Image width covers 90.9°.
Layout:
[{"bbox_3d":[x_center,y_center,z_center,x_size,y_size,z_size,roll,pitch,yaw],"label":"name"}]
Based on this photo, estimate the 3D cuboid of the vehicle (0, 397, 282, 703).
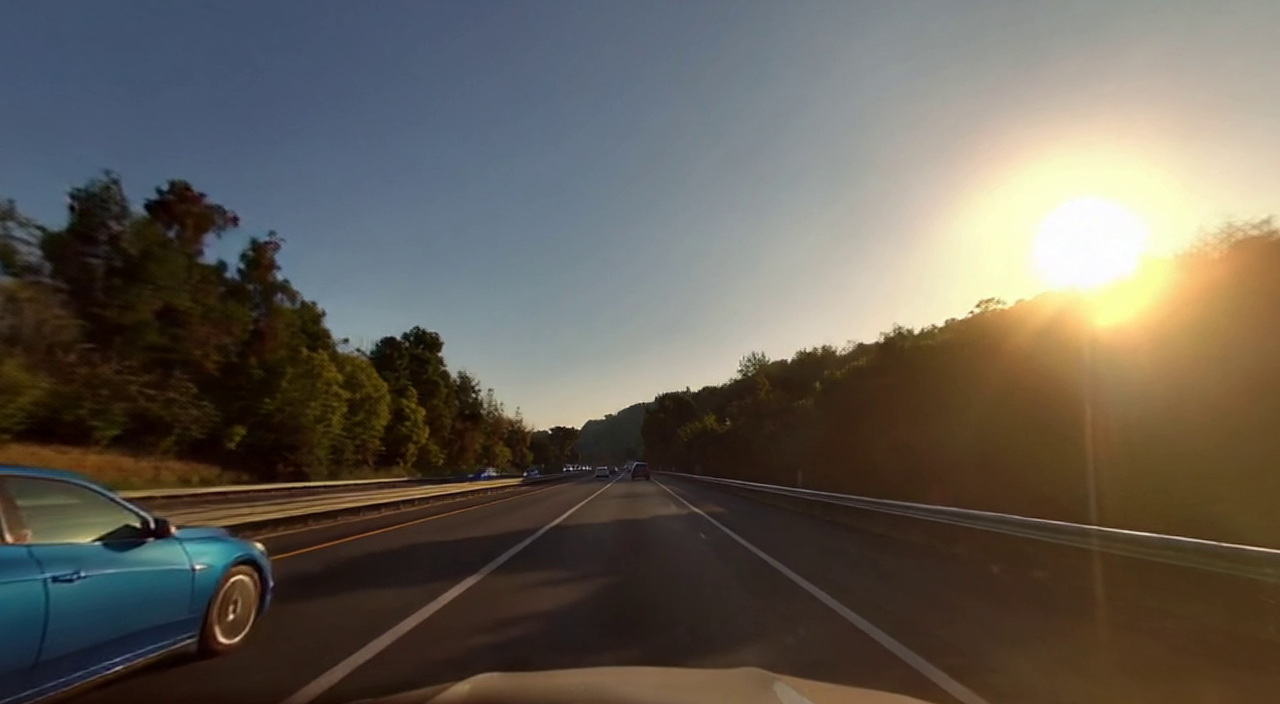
[{"bbox_3d":[-3.478,0.887,2.224,2.017,1.516,4.041,1,-11,0],"label":"vehicle"}]
